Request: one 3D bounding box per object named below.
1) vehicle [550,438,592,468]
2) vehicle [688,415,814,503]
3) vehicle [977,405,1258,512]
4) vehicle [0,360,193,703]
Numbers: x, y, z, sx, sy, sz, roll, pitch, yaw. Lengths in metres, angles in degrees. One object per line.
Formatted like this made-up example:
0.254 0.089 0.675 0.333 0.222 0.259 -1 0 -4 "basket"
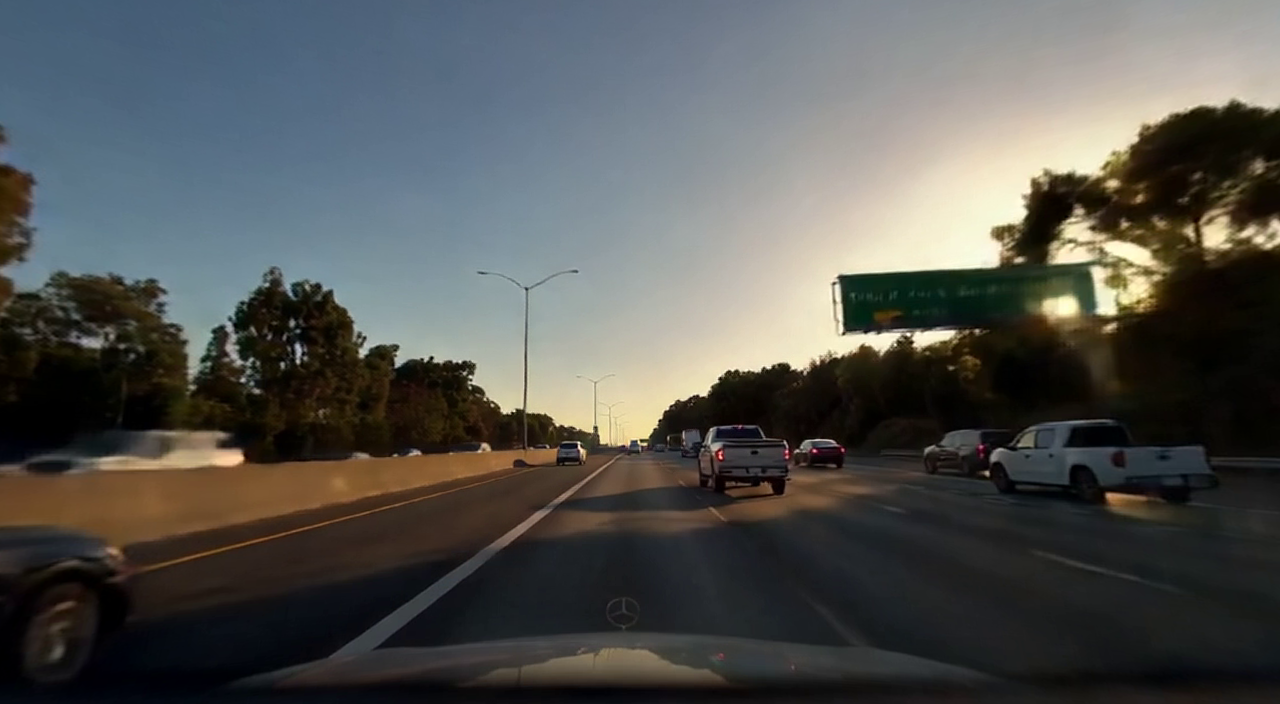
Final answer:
-3.975 5.887 36.895 1.992 1.651 4.185 0 -8 0 "vehicle"
2.628 2.737 16.580 2.200 1.870 5.649 0 -8 -1 "vehicle"
9.854 2.267 13.820 2.046 1.873 5.131 0 -8 -1 "vehicle"
-3.524 0.689 1.225 2.119 1.654 4.353 0 -8 0 "vehicle"
